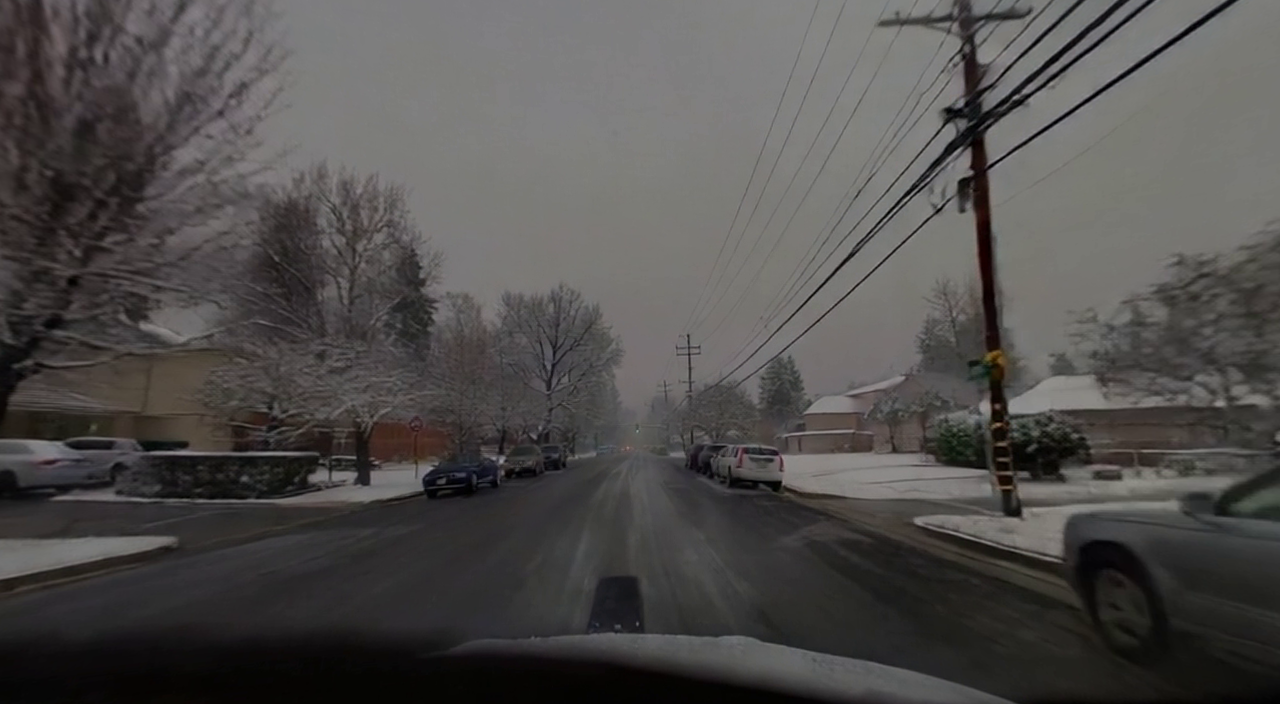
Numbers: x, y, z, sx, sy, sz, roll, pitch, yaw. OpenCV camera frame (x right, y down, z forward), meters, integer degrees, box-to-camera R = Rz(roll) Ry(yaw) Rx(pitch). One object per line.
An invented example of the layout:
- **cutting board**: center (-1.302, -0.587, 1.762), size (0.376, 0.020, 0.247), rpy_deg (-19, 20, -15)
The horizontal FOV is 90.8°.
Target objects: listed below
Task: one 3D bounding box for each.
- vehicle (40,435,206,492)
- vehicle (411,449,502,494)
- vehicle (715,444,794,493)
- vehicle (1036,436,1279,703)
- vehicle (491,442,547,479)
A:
- **vehicle**: center (-17.830, 3.869, 22.152), size (1.925, 1.750, 4.489), rpy_deg (0, -9, 1)
- **vehicle**: center (-6.472, 4.257, 22.879), size (2.031, 1.454, 4.410), rpy_deg (0, -9, -1)
- **vehicle**: center (3.658, 3.802, 20.945), size (1.763, 1.432, 4.323), rpy_deg (0, -9, -1)
- **vehicle**: center (3.778, 1.037, 2.417), size (1.782, 1.439, 4.037), rpy_deg (0, -9, -2)
- **vehicle**: center (-6.324, 5.731, 33.636), size (2.031, 1.799, 4.587), rpy_deg (0, -9, 0)
